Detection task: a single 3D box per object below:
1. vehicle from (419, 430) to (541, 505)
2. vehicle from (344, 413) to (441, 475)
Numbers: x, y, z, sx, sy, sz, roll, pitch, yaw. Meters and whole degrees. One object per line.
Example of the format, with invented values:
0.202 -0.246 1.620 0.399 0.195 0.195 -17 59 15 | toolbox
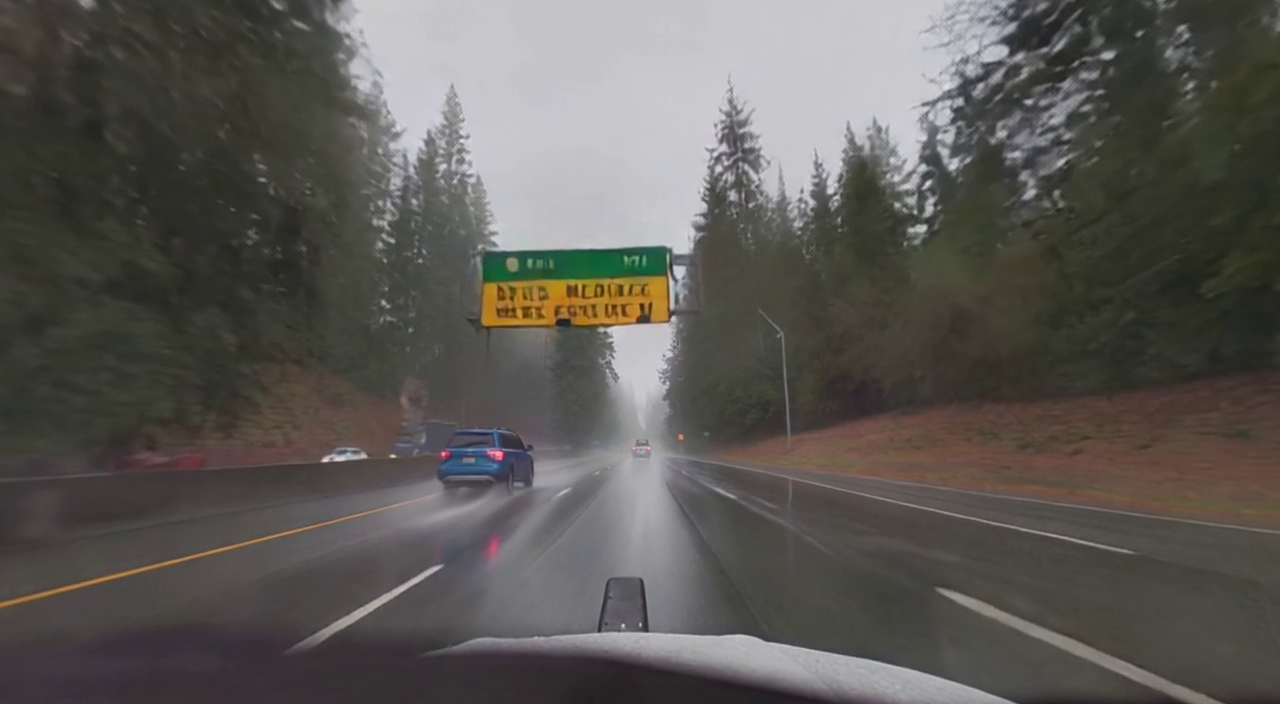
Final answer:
-4.171 3.084 17.341 2.084 1.752 4.479 -1 -8 1 | vehicle
-17.737 6.753 46.261 2.967 3.942 10.400 0 -8 0 | vehicle
